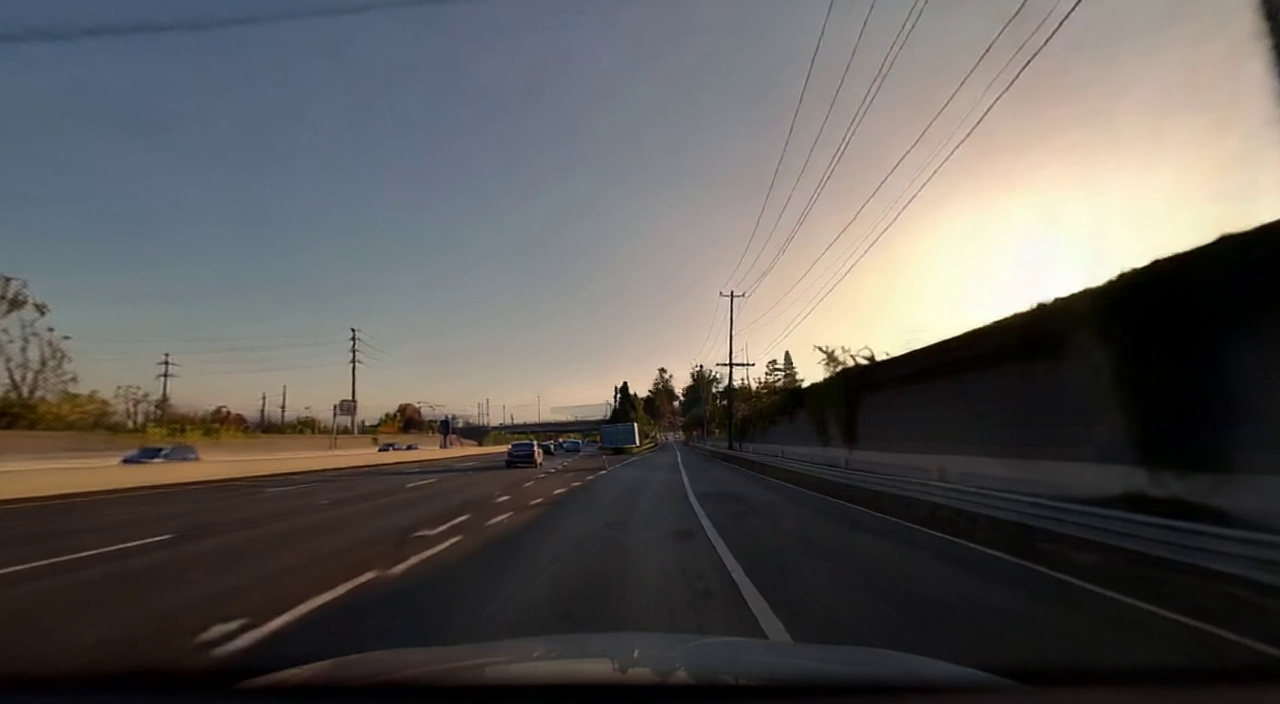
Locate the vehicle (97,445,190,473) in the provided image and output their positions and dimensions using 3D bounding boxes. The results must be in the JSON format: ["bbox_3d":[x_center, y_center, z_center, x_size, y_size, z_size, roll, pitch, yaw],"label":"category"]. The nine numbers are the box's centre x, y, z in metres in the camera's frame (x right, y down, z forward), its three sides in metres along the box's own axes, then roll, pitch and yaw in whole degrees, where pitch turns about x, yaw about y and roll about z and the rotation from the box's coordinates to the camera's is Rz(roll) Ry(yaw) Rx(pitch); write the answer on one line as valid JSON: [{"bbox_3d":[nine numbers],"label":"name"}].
[{"bbox_3d":[-30.392,6.527,38.825,1.932,1.555,4.652,0,-8,-1],"label":"vehicle"}]

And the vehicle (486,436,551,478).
[{"bbox_3d":[-4.996,4.373,26.463,2.029,1.609,3.935,0,-8,-1],"label":"vehicle"}]
